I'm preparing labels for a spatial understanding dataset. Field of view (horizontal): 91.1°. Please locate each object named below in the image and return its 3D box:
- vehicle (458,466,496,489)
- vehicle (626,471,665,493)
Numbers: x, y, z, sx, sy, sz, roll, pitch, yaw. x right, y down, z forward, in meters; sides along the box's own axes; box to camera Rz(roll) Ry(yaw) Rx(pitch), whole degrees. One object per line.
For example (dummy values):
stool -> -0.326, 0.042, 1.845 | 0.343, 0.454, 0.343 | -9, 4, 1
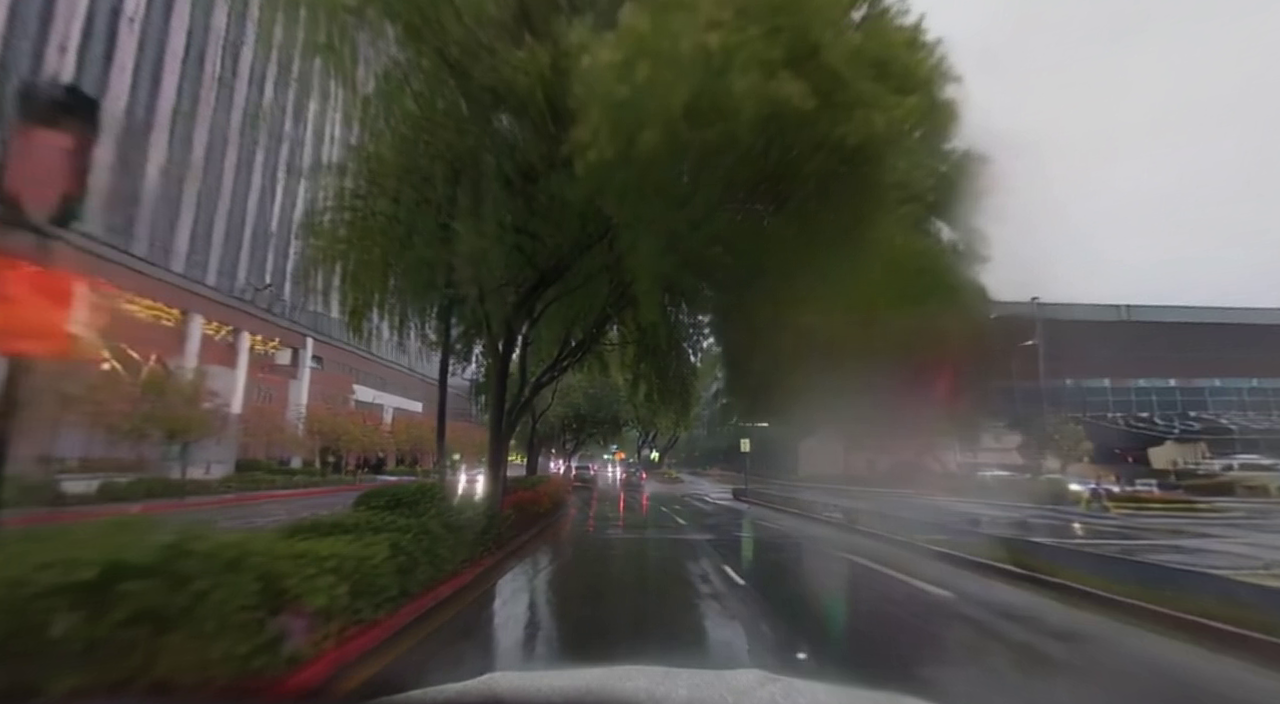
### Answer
vehicle -> -11.421, 8.818, 44.300 | 1.916, 1.516, 3.970 | 1, -10, -5
vehicle -> 0.303, 7.742, 37.401 | 1.775, 1.186, 2.933 | 3, -11, -11
